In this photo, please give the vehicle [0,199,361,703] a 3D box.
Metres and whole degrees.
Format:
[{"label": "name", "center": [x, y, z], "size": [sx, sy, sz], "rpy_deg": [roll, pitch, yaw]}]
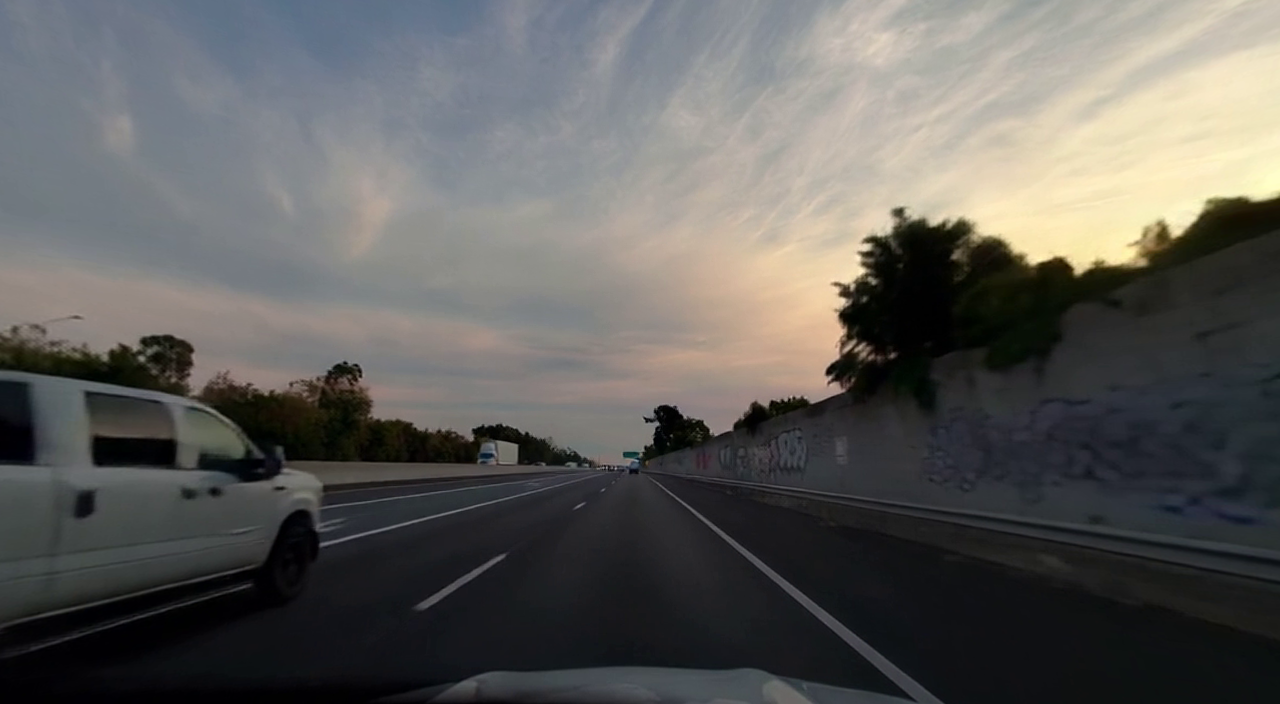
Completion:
[{"label": "vehicle", "center": [-4.272, 0.637, 3.557], "size": [2.597, 2.434, 6.020], "rpy_deg": [1, -11, 0]}]
